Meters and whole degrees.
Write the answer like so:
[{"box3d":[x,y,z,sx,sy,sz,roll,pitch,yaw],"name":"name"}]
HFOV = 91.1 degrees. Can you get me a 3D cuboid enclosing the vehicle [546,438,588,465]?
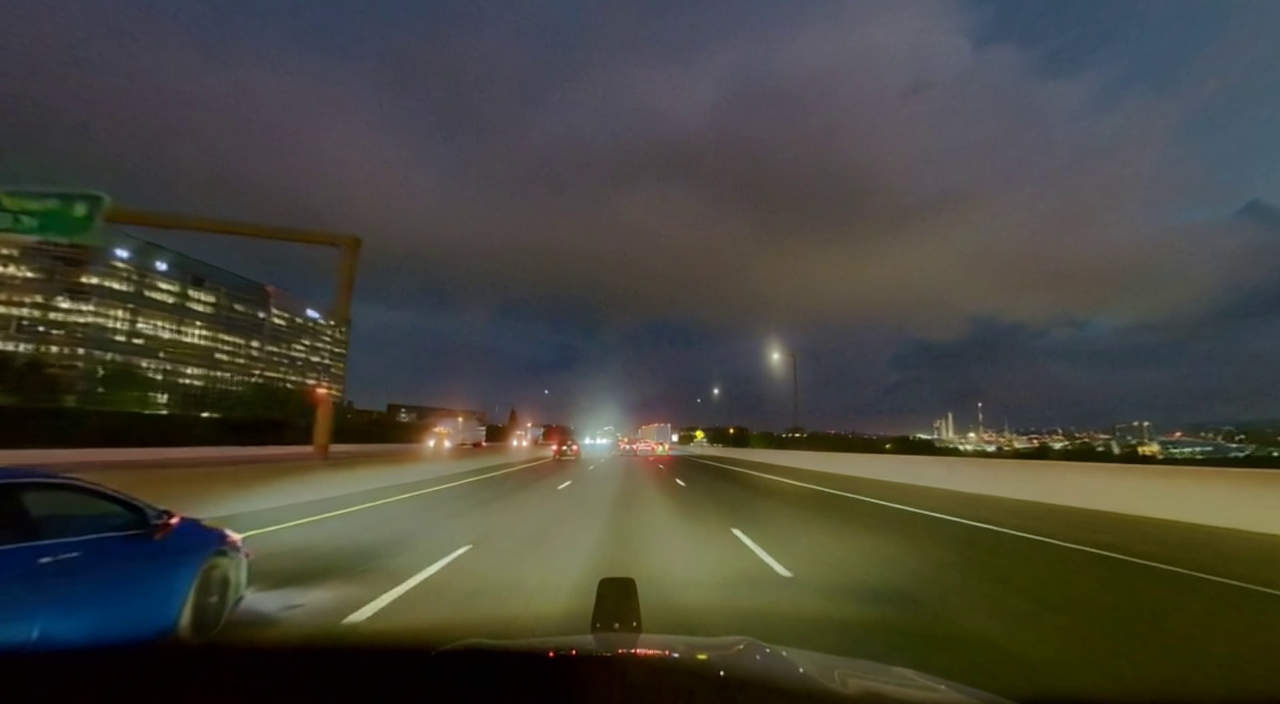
[{"box3d":[-4.530,6.237,39.598,2.271,1.626,4.463,0,-8,-1],"name":"vehicle"}]
